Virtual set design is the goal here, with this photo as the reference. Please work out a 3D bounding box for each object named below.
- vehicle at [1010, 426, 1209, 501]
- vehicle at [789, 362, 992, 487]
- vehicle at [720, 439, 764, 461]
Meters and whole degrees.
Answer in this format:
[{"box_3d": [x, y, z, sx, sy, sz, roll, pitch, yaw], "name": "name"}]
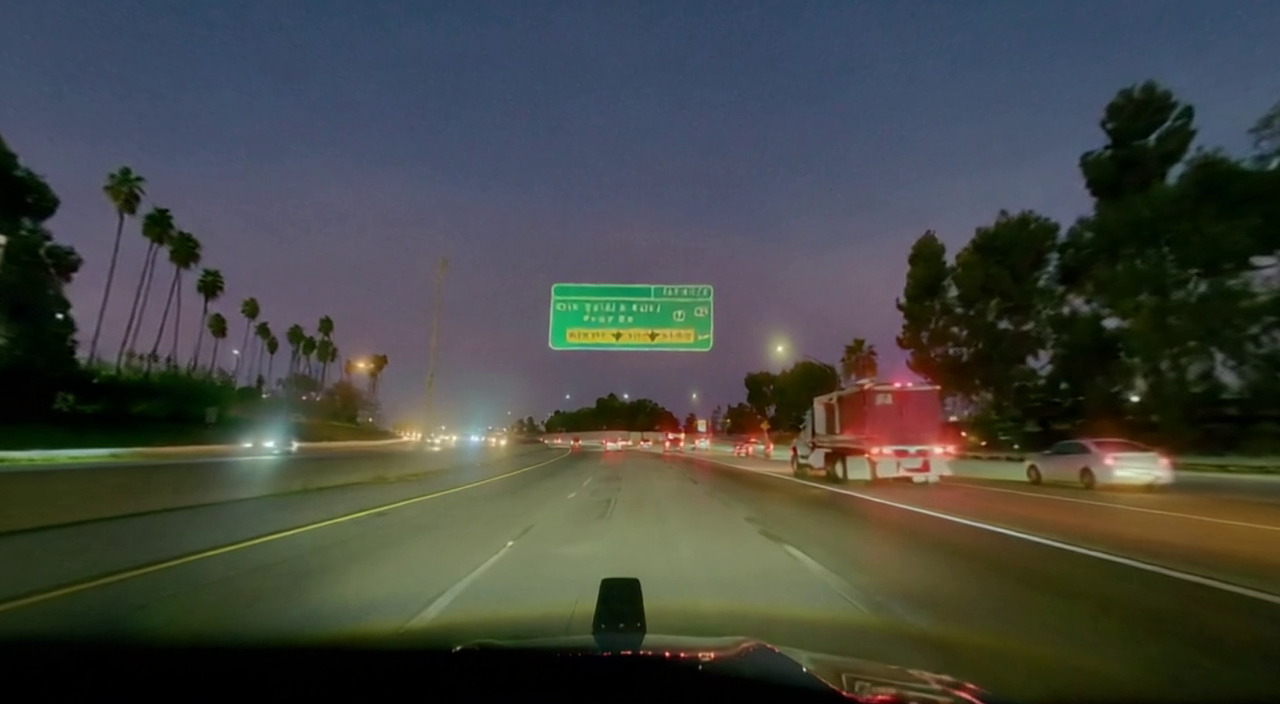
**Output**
[{"box_3d": [12.945, 3.082, 17.873, 2.032, 1.827, 4.501, 0, -8, -2], "name": "vehicle"}, {"box_3d": [8.152, 2.715, 22.553, 2.919, 3.482, 9.838, 0, -8, -2], "name": "vehicle"}, {"box_3d": [7.261, 7.047, 45.495, 2.092, 1.478, 4.647, 0, -8, -4], "name": "vehicle"}]
